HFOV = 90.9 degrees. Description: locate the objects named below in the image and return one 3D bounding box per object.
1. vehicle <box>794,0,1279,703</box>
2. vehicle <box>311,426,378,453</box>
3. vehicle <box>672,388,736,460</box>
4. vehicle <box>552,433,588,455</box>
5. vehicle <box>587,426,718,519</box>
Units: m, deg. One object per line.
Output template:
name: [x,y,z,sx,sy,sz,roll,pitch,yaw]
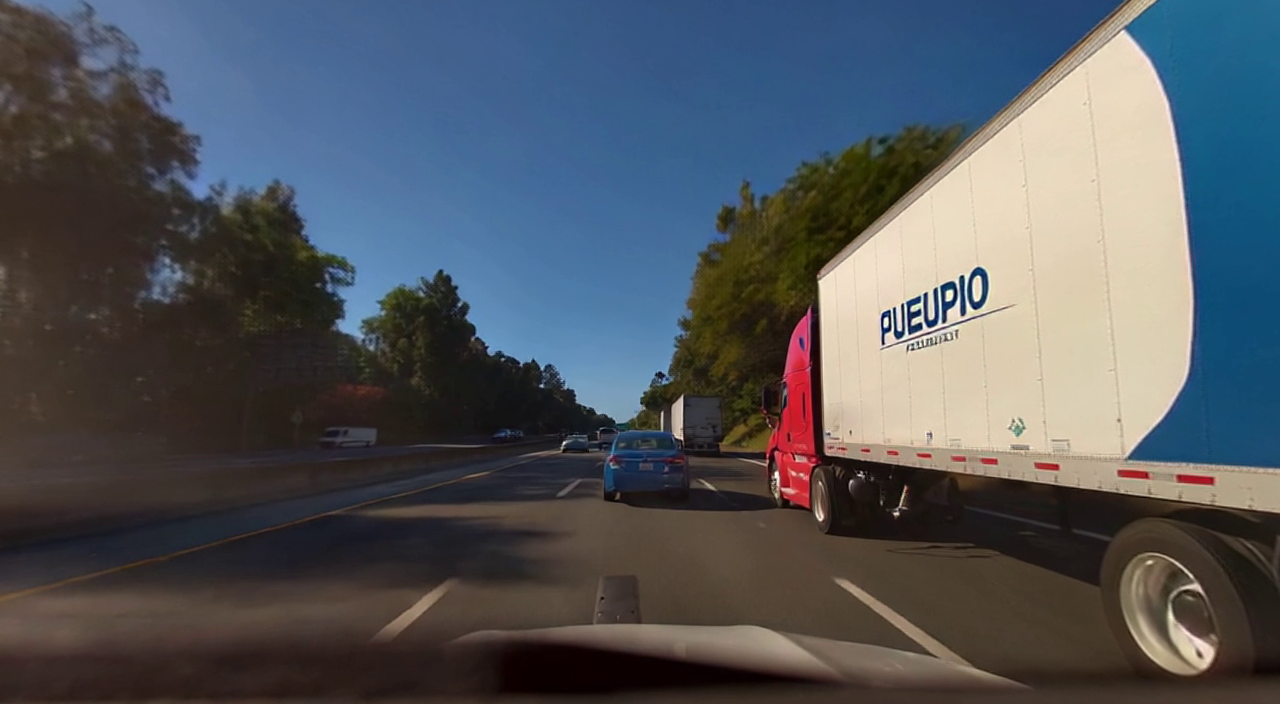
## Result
vehicle: [4.150,-0.149,3.894,2.816,4.070,14.136,0,-8,0]
vehicle: [-21.791,6.483,46.762,2.126,1.905,5.320,0,-8,3]
vehicle: [4.024,5.030,43.060,2.869,4.067,13.731,0,-8,0]
vehicle: [-4.711,6.277,43.060,1.983,1.434,4.451,0,-8,0]
vehicle: [0.171,2.109,11.598,2.021,1.435,3.611,0,-8,-1]
